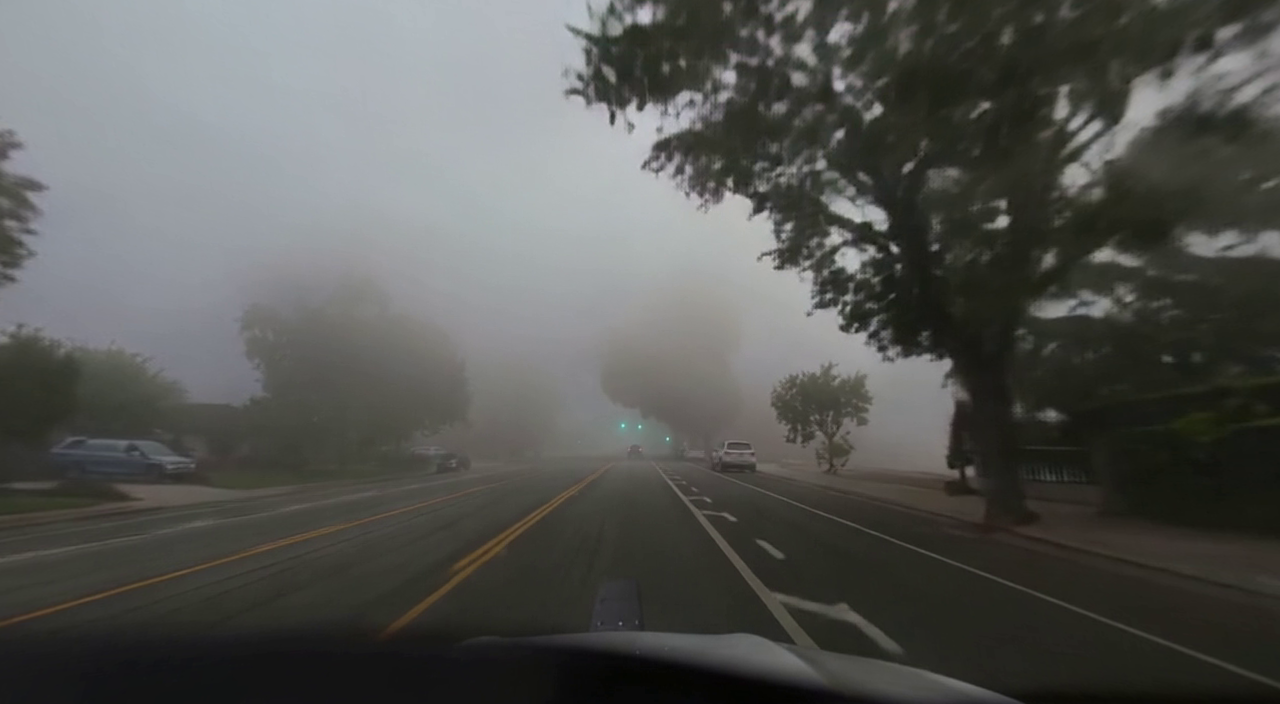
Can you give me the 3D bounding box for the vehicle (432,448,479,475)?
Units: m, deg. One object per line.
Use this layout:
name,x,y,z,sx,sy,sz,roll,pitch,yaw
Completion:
vehicle,-12.419,7.367,42.740,1.939,1.537,4.197,-3,-7,0

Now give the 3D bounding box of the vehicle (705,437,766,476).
vehicle,4.657,5.219,31.717,2.180,1.782,4.790,0,-8,-2

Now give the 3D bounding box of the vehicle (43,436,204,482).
vehicle,-21.158,4.388,26.019,4.853,1.754,2.095,-1,-9,3
